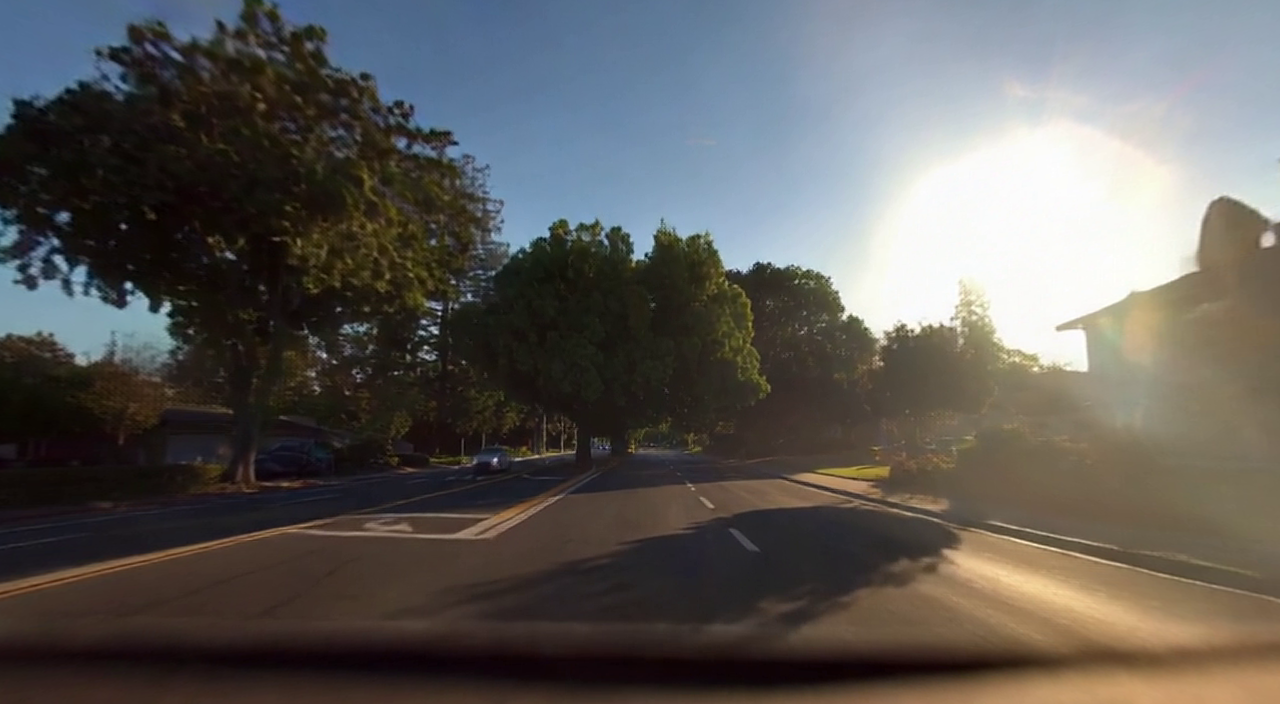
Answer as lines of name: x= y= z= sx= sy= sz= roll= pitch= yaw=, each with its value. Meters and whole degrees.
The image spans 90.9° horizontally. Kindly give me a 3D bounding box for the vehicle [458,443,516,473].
vehicle: x=-8.303 y=5.777 z=34.559 sx=2.044 sy=1.548 sz=4.284 roll=0 pitch=-8 yaw=1
